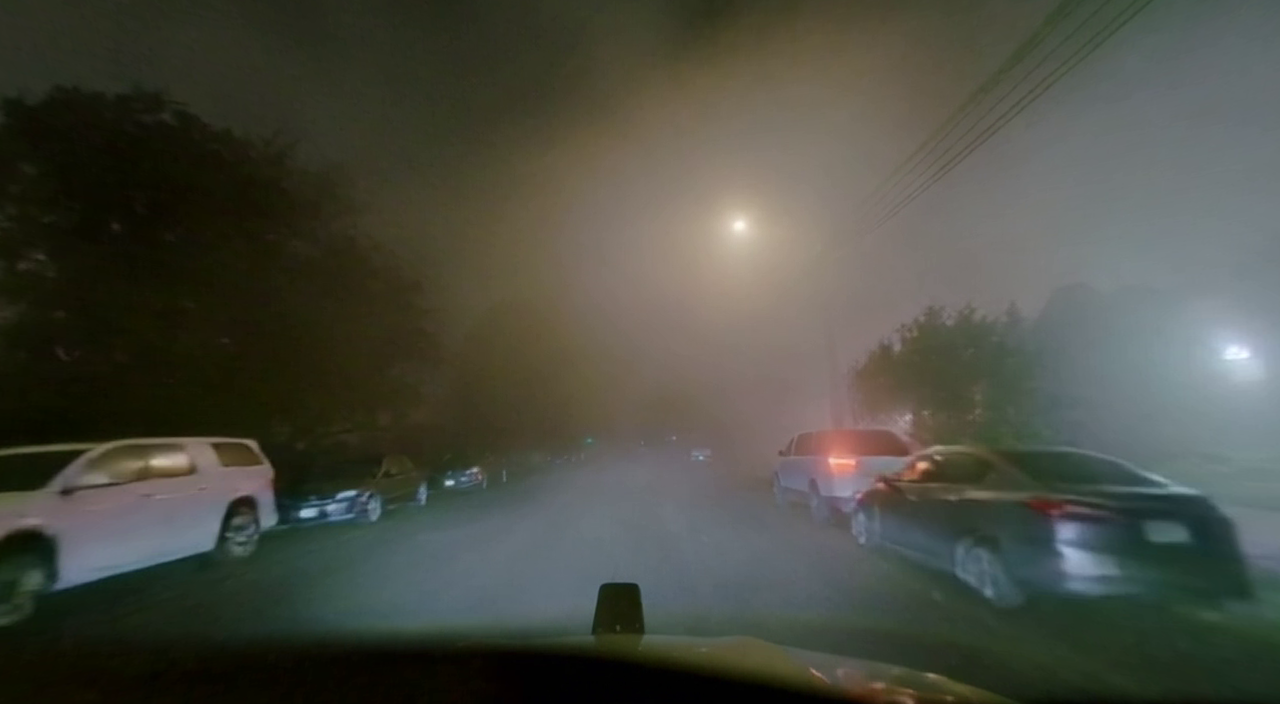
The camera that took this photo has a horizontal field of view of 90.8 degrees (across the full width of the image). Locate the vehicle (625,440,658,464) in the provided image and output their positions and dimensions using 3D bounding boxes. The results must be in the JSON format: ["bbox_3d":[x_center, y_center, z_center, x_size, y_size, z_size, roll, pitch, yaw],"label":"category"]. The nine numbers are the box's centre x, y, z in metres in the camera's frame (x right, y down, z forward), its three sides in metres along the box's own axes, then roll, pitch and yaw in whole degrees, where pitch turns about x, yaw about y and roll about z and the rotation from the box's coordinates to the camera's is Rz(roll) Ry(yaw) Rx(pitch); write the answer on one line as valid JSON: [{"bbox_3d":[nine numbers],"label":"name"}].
[{"bbox_3d":[0.067,6.681,42.429,2.062,1.509,4.305,0,-8,-1],"label":"vehicle"}]

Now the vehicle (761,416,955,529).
[{"bbox_3d":[3.804,2.193,12.040,2.108,1.719,4.339,0,-8,0],"label":"vehicle"}]

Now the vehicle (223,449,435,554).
[{"bbox_3d":[-6.031,2.895,13.106,1.930,1.456,4.965,-3,-7,0],"label":"vehicle"}]

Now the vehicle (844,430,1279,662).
[{"bbox_3d":[3.699,1.545,6.302,1.789,1.435,4.499,0,-8,0],"label":"vehicle"}]

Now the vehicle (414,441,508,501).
[{"bbox_3d":[-6.034,3.999,21.898,1.769,1.572,4.990,-4,-6,0],"label":"vehicle"}]

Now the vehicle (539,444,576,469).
[{"bbox_3d":[-6.050,7.685,46.890,2.094,1.433,5.740,-4,-7,-2],"label":"vehicle"}]

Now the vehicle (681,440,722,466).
[{"bbox_3d":[3.961,6.586,41.379,2.144,1.572,5.026,0,-8,0],"label":"vehicle"}]

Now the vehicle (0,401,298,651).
[{"bbox_3d":[-5.840,1.563,6.436,2.115,1.820,5.002,-3,-7,-2],"label":"vehicle"}]
